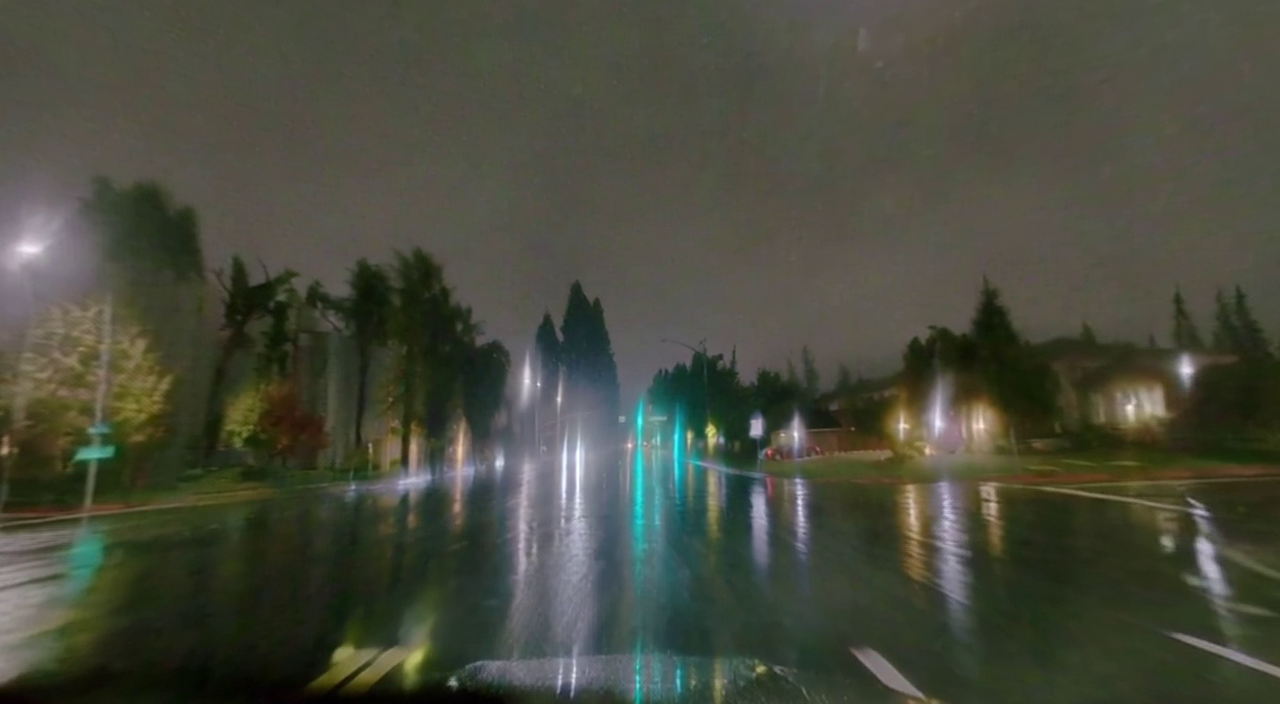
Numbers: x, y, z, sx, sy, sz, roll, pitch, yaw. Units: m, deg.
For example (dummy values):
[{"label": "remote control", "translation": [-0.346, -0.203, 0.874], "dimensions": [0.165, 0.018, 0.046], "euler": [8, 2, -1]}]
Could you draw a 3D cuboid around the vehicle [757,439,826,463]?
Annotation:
[{"label": "vehicle", "translation": [11.702, 7.714, 49.071], "dimensions": [4.782, 1.494, 1.963], "euler": [-4, -9, 0]}]
